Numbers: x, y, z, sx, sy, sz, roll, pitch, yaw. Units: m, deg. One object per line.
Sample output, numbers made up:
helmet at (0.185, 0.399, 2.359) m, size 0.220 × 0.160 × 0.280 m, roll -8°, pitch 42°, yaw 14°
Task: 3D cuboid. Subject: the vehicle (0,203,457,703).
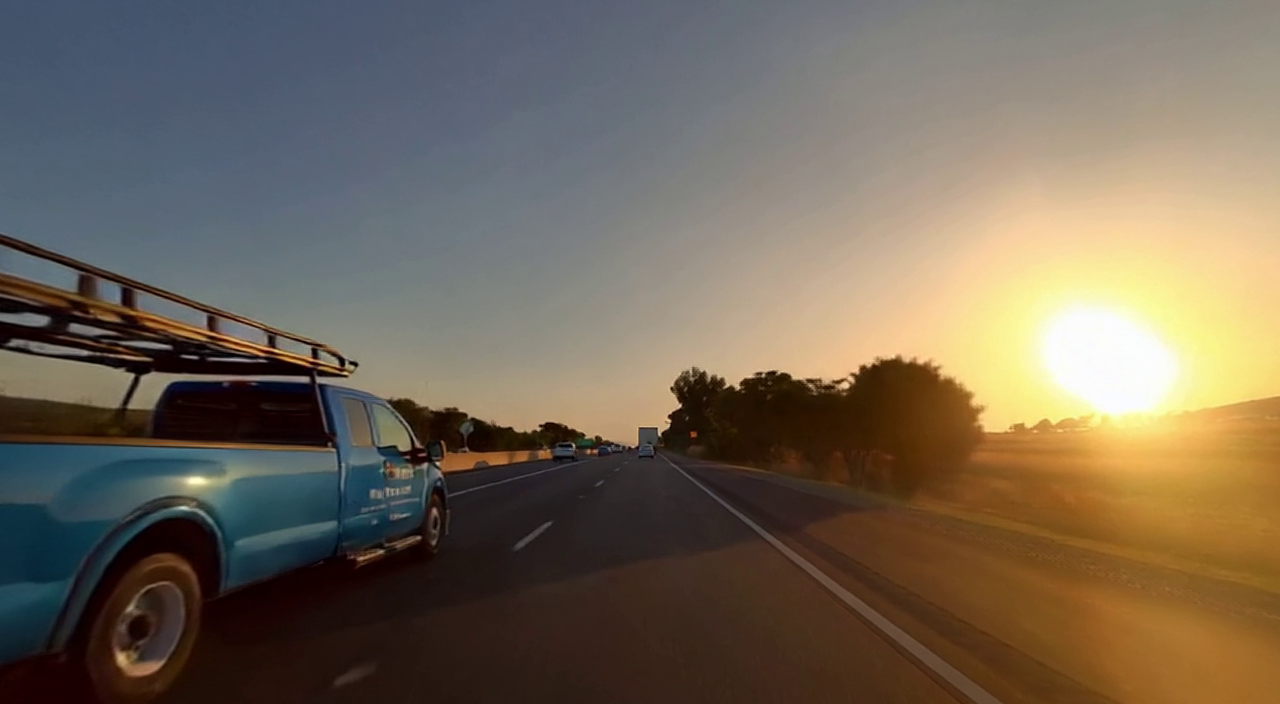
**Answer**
vehicle at (-3.773, 0.962, 4.629) m, size 2.791 × 2.330 × 6.725 m, roll -1°, pitch -8°, yaw 0°
